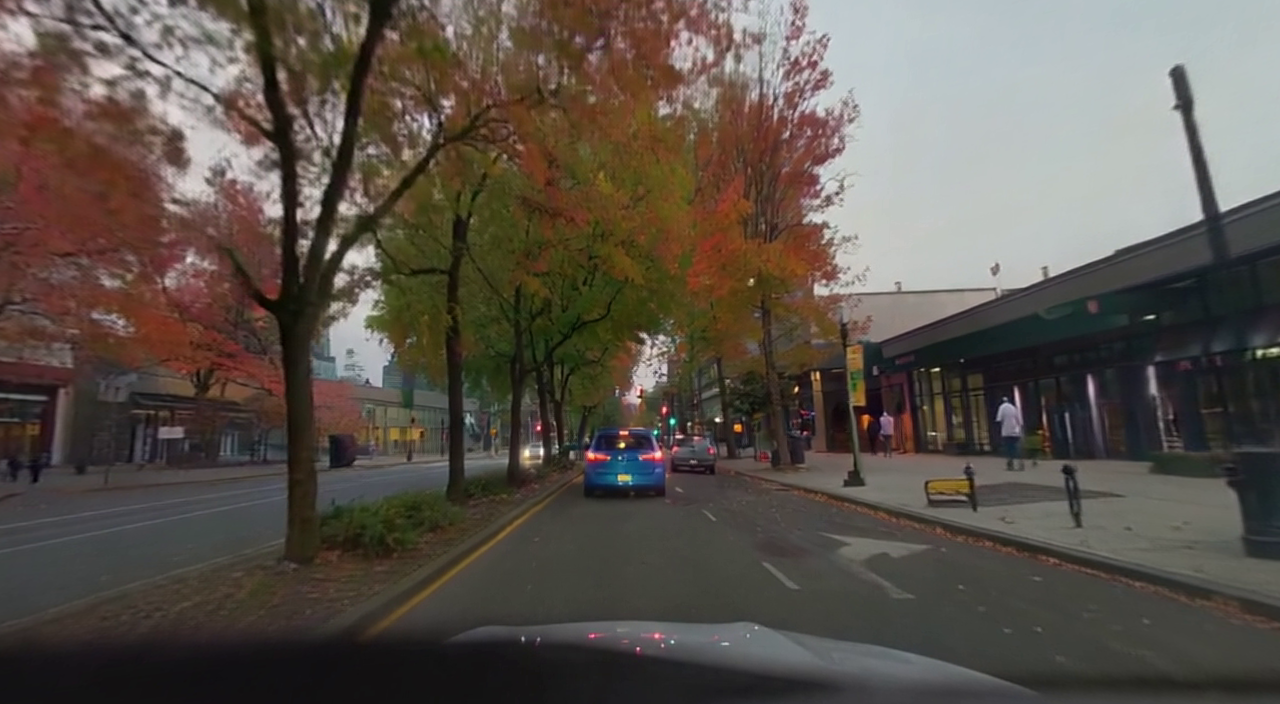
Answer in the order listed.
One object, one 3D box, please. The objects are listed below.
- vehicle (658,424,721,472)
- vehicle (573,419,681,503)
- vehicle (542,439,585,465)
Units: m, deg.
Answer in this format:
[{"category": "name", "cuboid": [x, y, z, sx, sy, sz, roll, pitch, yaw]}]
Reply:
[{"category": "vehicle", "cuboid": [2.127, 4.311, 28.440, 2.147, 1.968, 4.478, 1, -8, -5]}, {"category": "vehicle", "cuboid": [-0.325, 2.569, 15.290, 2.274, 1.736, 4.083, 0, -8, -2]}, {"category": "vehicle", "cuboid": [-4.461, 5.901, 37.395, 2.096, 1.415, 4.515, 0, -8, -1]}]
